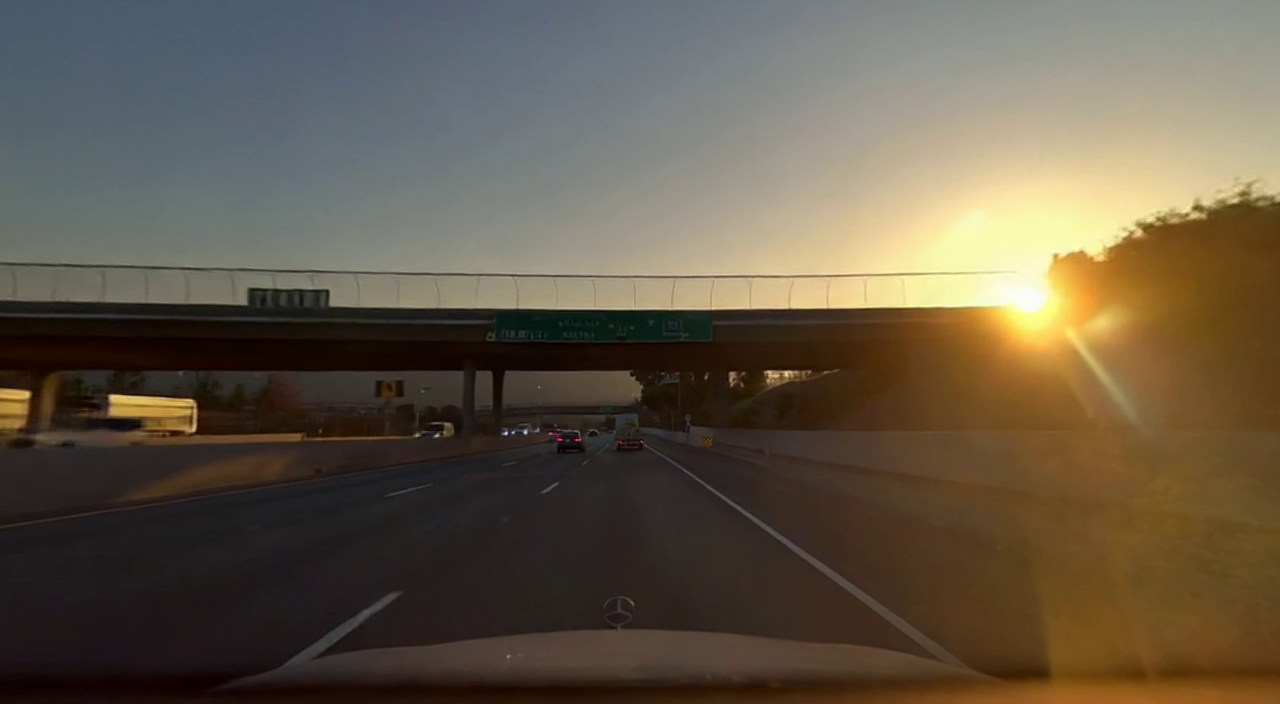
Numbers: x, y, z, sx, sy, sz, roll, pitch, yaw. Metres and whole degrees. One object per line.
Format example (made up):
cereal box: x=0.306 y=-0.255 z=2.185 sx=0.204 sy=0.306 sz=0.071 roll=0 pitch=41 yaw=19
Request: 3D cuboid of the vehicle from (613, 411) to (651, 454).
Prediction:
vehicle: x=-0.634 y=5.524 z=43.190 sx=2.418 sy=2.704 sz=6.445 roll=0 pitch=-8 yaw=-2

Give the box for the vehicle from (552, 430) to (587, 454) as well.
vehicle: x=-4.694 y=6.041 z=42.224 sx=1.932 sy=1.544 sz=3.864 roll=0 pitch=-8 yaw=-1

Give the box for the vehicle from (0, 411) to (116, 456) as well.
vehicle: x=-23.970 y=3.283 z=25.341 sx=1.993 sy=1.658 sz=4.276 roll=0 pitch=-8 yaw=-1
